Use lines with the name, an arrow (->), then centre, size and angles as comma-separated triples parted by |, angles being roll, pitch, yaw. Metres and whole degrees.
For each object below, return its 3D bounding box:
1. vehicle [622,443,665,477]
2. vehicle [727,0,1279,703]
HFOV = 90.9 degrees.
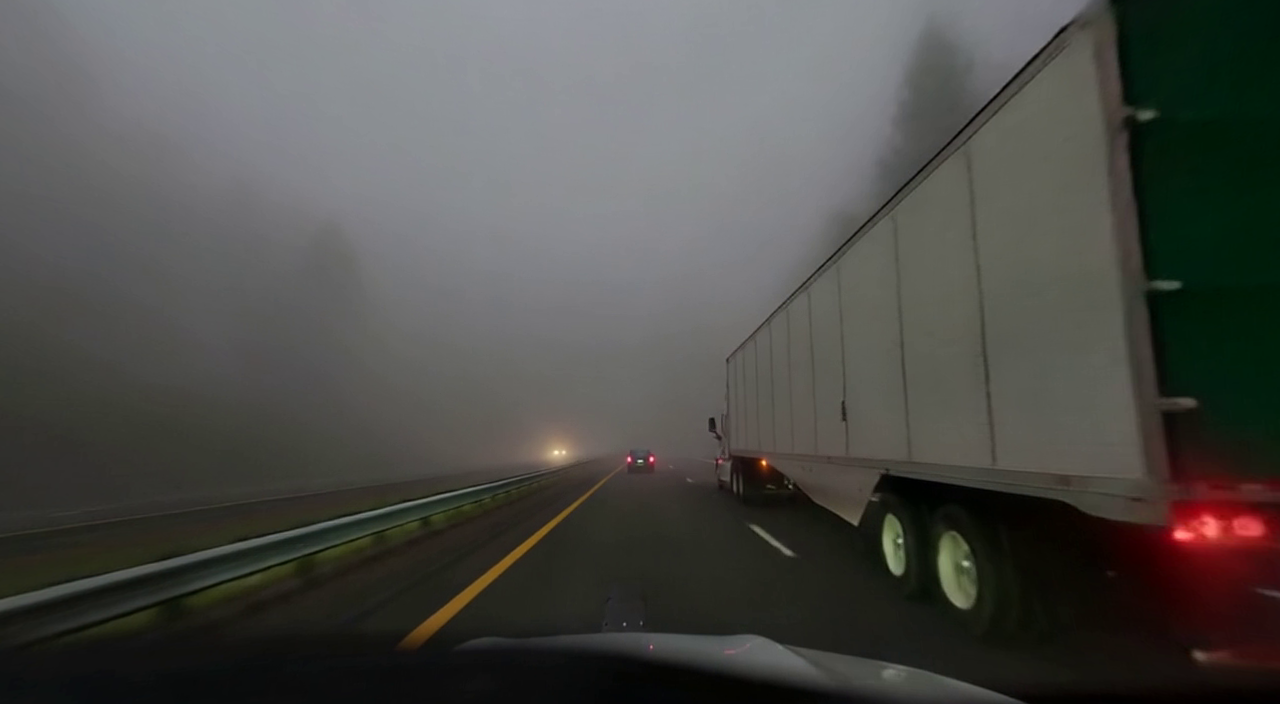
vehicle -> 0.168, 5.232, 30.914 | 1.968, 1.515, 4.025 | -1, -8, 1
vehicle -> 3.849, 0.717, 9.312 | 2.929, 4.158, 15.921 | 0, -8, 0
